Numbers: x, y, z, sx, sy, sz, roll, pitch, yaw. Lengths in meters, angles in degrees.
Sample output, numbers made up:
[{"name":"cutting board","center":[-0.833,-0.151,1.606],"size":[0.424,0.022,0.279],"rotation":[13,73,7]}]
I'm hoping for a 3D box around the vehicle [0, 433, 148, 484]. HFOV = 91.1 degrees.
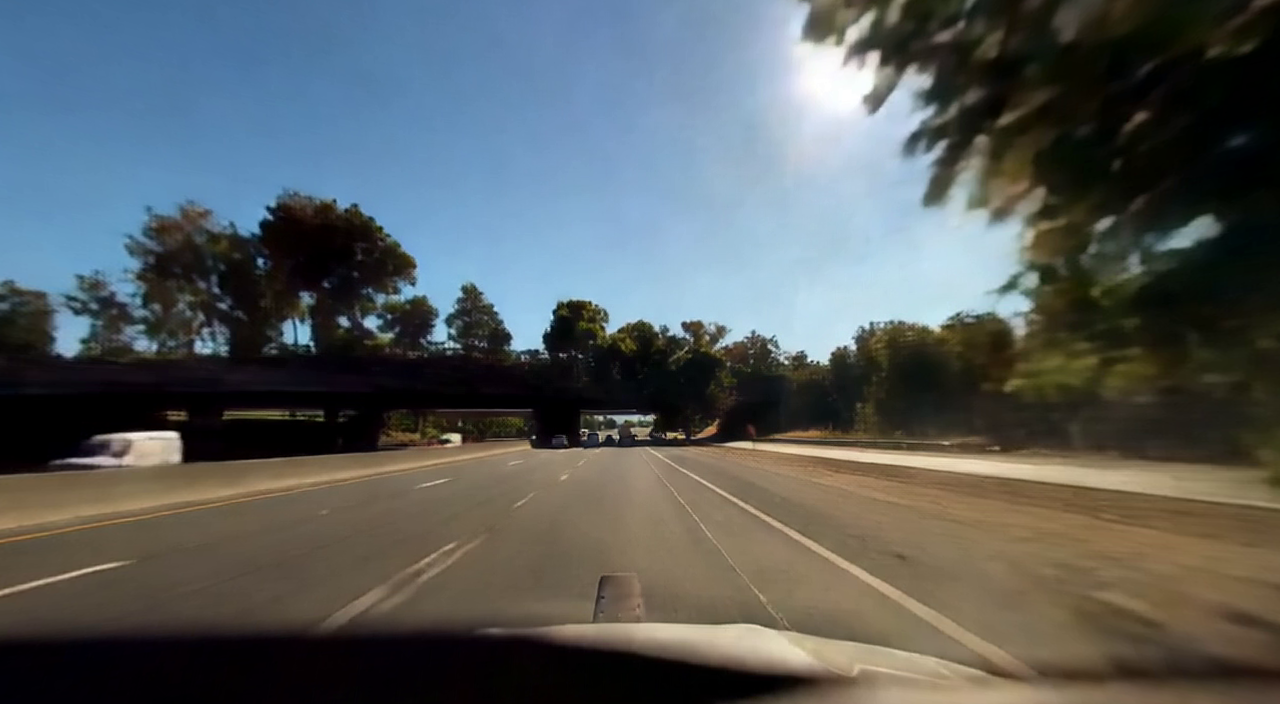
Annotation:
[{"name":"vehicle","center":[-20.952,3.869,23.239],"size":[1.953,1.679,4.499],"rotation":[0,-8,-2]}]
